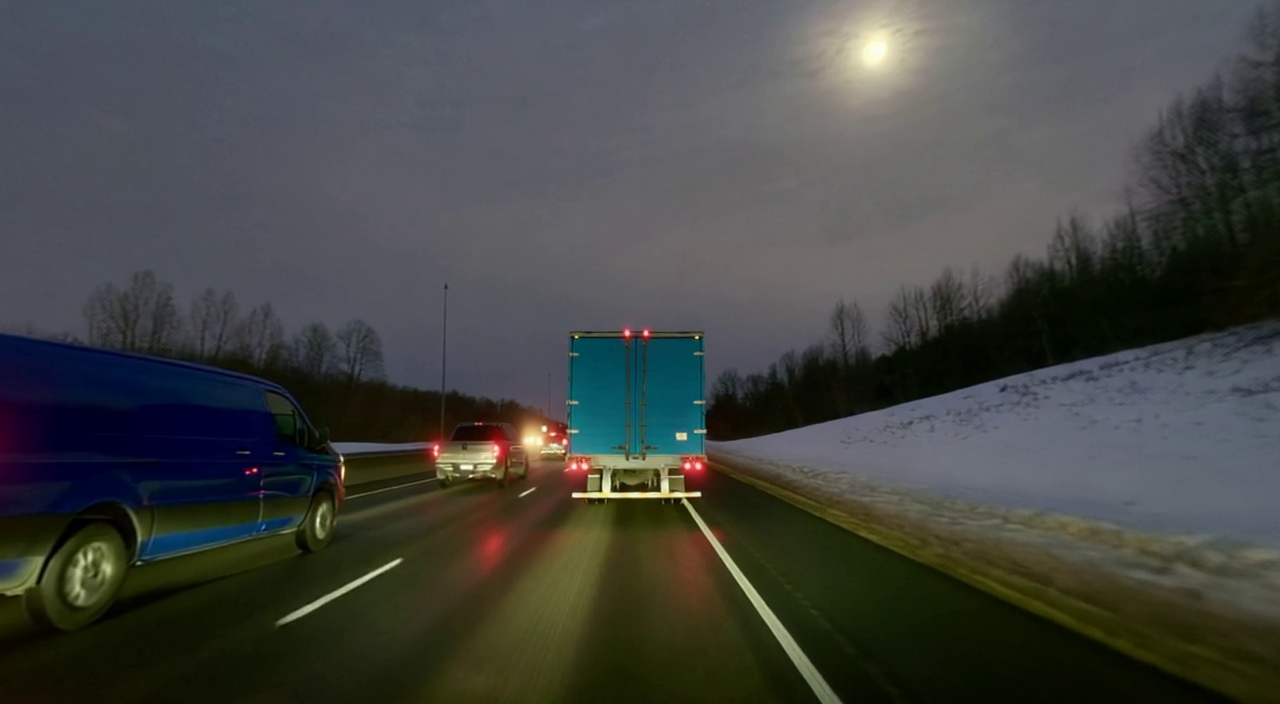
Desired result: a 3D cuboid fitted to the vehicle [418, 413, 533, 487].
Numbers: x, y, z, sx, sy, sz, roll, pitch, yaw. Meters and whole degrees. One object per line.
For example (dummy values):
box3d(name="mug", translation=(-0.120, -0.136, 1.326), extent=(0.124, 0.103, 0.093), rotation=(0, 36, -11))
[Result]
box3d(name="vehicle", translation=(-4.860, 2.983, 19.447), extent=(2.168, 1.985, 4.952), rotation=(0, -8, 0))

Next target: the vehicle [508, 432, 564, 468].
box3d(name="vehicle", translation=(-4.856, 4.617, 29.948), extent=(1.931, 1.539, 4.441), rotation=(0, -8, 0))

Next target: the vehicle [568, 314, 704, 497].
box3d(name="vehicle", translation=(-0.213, 1.820, 18.882), extent=(2.953, 4.041, 10.072), rotation=(0, -8, -1))

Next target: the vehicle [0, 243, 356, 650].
box3d(name="vehicle", translation=(-5.249, 0.878, 6.055), extent=(2.478, 2.515, 5.438), rotation=(0, -8, -1))
